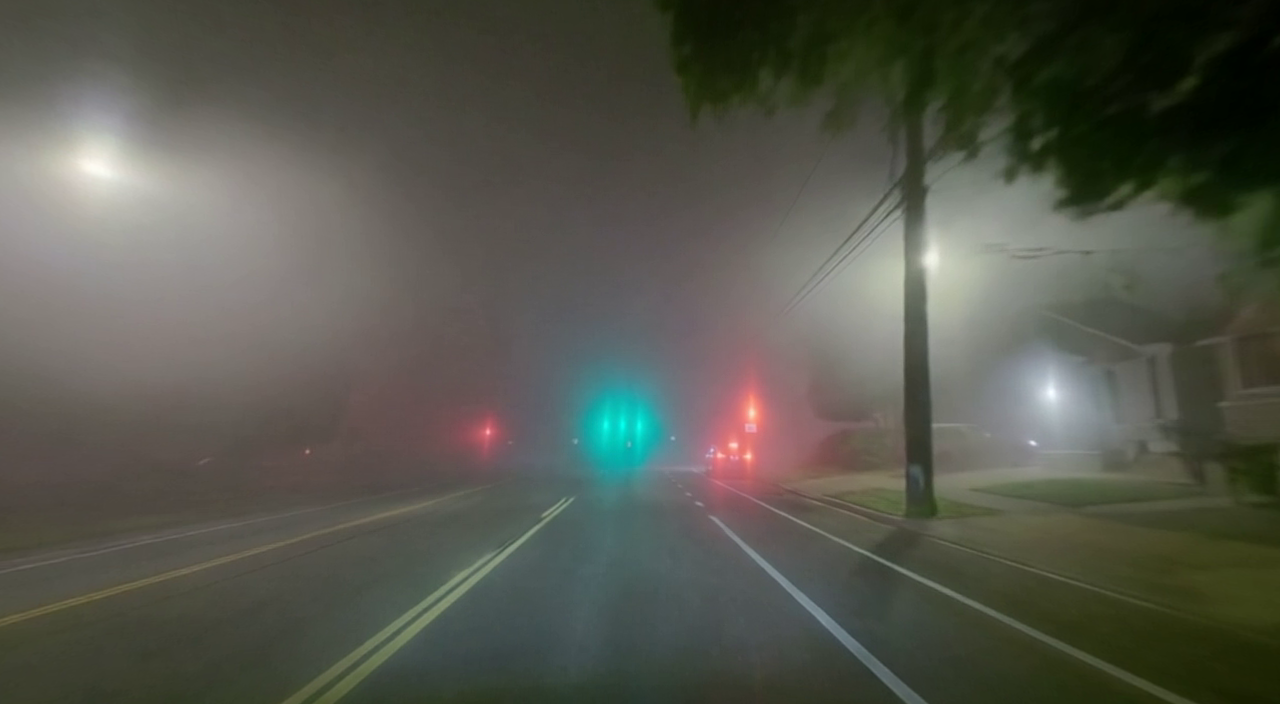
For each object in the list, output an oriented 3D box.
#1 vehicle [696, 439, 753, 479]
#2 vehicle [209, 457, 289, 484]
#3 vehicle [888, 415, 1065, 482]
[{"bbox_3d":[3.813,4.881,29.121,1.900,1.661,4.346,1,-8,-2],"label":"vehicle"},{"bbox_3d":[-29.698,9.013,48.107,4.830,1.521,1.948,-5,-10,-1],"label":"vehicle"},{"bbox_3d":[10.176,2.998,19.497,4.434,1.730,2.081,-7,-10,23],"label":"vehicle"}]
